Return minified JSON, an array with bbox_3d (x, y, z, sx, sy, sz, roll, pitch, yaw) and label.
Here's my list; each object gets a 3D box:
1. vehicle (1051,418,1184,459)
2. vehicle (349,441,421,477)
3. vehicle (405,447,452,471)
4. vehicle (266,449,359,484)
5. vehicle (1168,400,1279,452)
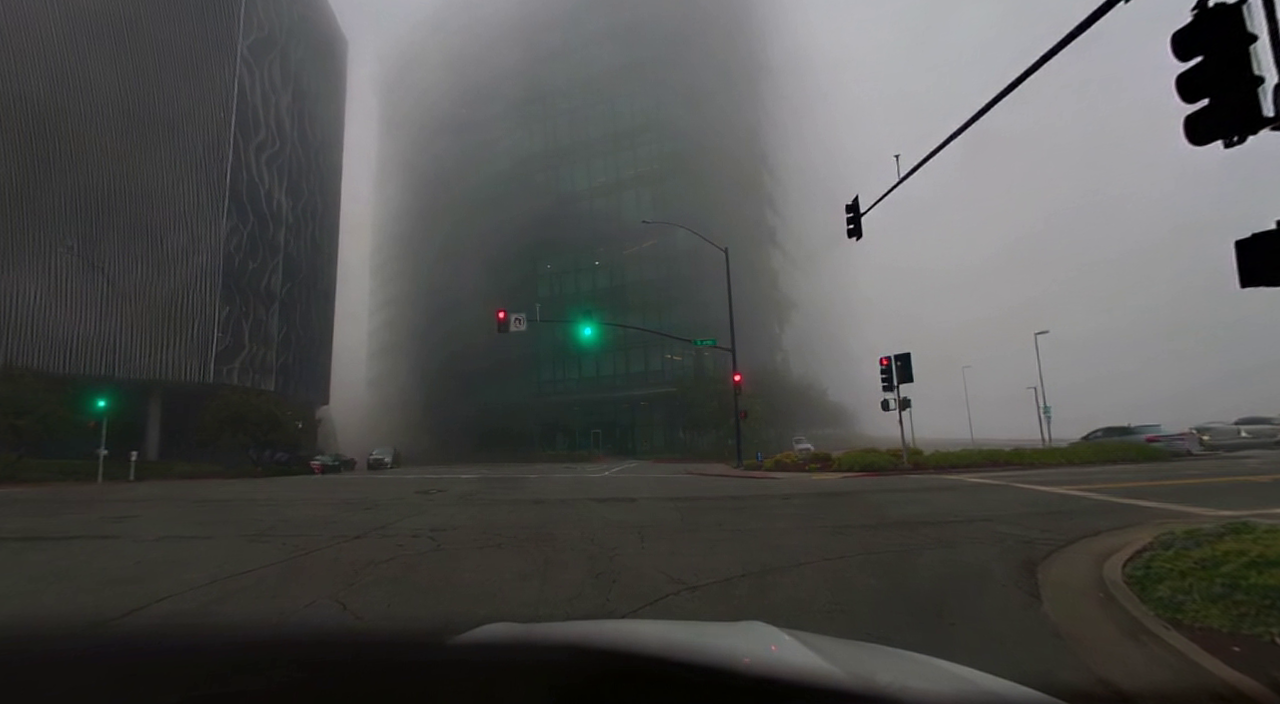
[{"bbox_3d":[19.072,3.528,25.440,1.834,1.480,4.458,0,-9,0],"label":"vehicle"},{"bbox_3d":[-14.876,6.242,37.071,2.091,1.915,5.040,0,-9,0],"label":"vehicle"},{"bbox_3d":[-15.135,7.646,45.227,1.932,1.605,4.146,0,-9,-1],"label":"vehicle"},{"bbox_3d":[-14.831,5.202,28.830,1.790,1.437,4.349,0,-9,2],"label":"vehicle"},{"bbox_3d":[24.407,3.019,25.142,2.109,1.836,5.080,-2,-10,0],"label":"vehicle"}]
